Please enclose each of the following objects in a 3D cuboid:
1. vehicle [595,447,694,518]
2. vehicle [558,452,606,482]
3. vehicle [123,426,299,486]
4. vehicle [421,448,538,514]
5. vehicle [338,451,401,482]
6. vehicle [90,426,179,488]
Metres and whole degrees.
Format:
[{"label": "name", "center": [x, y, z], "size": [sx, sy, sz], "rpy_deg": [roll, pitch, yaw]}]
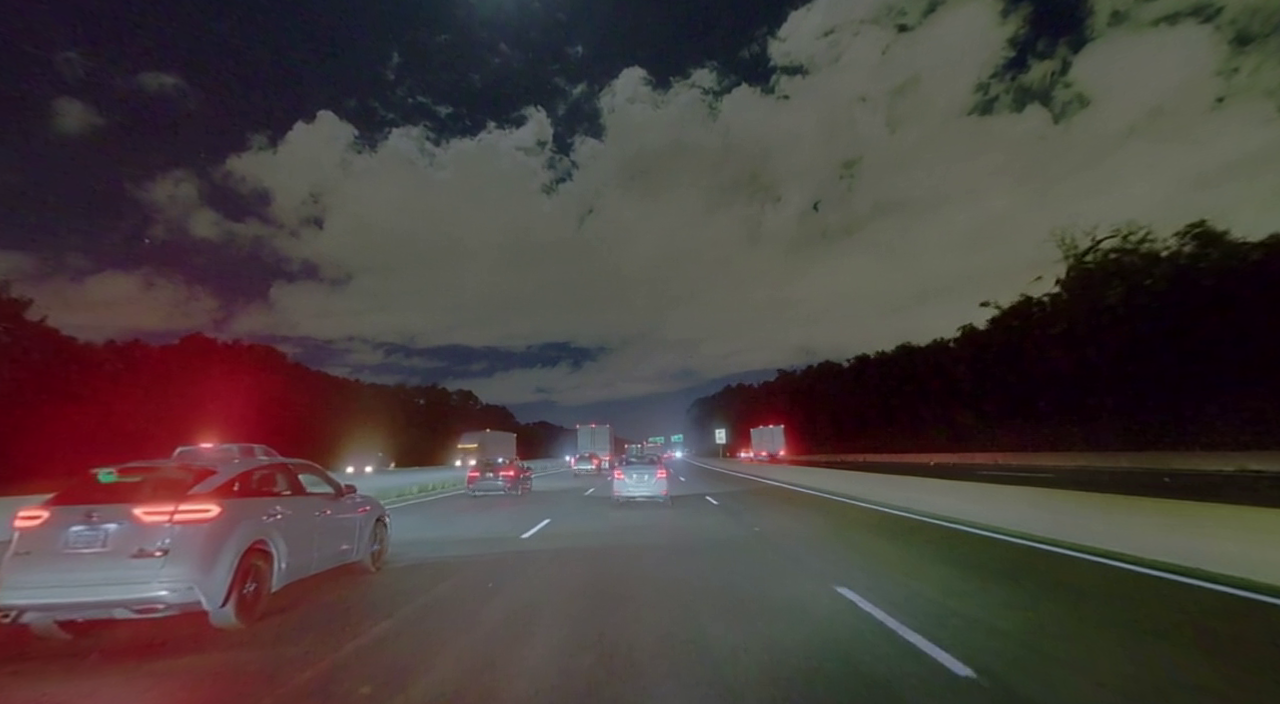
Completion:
[{"label": "vehicle", "center": [0.085, 3.010, 15.024], "size": [2.057, 1.449, 3.931], "rpy_deg": [0, -9, 0]}, {"label": "vehicle", "center": [-3.082, 5.915, 32.669], "size": [1.952, 1.402, 4.184], "rpy_deg": [2, -9, -12]}, {"label": "vehicle", "center": [-31.806, 7.906, 48.187], "size": [2.820, 3.863, 14.416], "rpy_deg": [-1, -9, 2]}, {"label": "vehicle", "center": [-4.115, 3.363, 16.965], "size": [1.929, 1.509, 4.331], "rpy_deg": [0, -9, 1]}, {"label": "vehicle", "center": [-15.706, 6.633, 36.778], "size": [1.860, 1.673, 3.921], "rpy_deg": [0, -9, 1]}, {"label": "vehicle", "center": [-32.079, 6.675, 40.114], "size": [2.830, 3.760, 2.909], "rpy_deg": [0, -9, 2]}]
